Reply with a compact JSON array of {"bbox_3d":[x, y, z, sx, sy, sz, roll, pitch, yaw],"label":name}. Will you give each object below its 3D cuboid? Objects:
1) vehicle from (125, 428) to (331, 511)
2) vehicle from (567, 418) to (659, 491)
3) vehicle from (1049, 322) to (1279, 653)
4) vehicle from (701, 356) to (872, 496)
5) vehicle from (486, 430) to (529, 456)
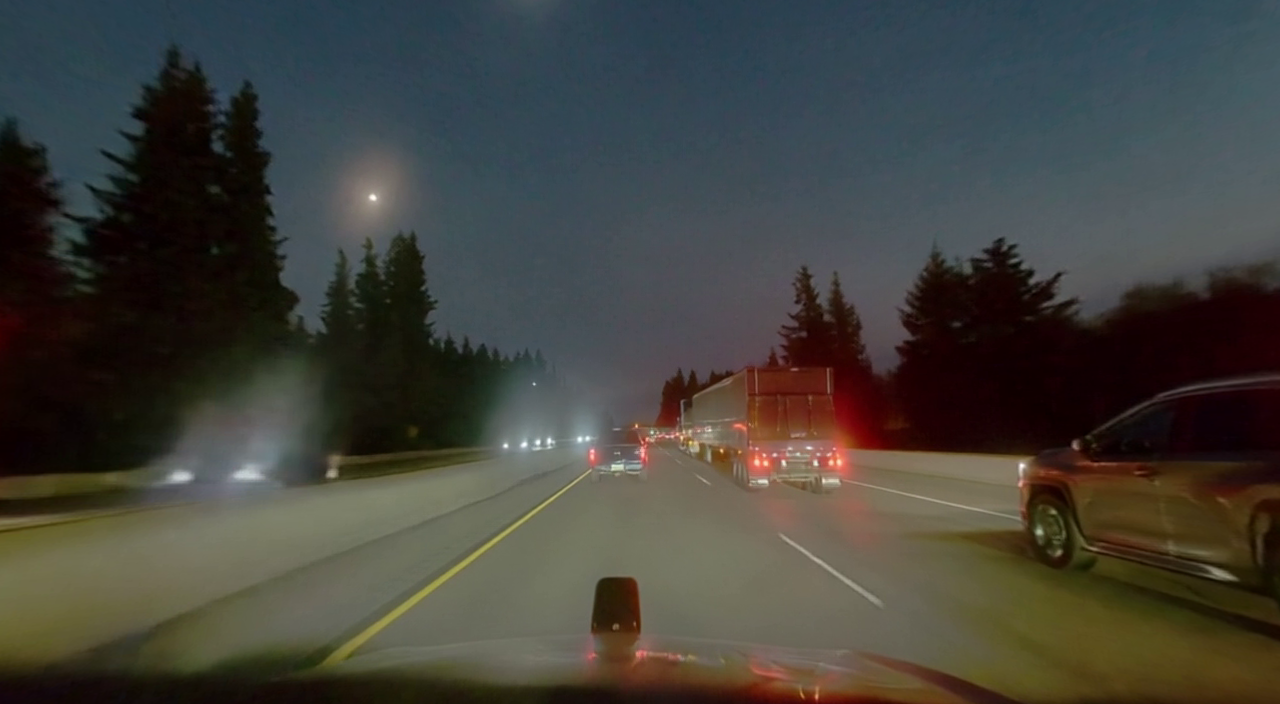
[{"bbox_3d":[-8.923,2.529,14.185,1.911,1.570,4.036,0,-7,0],"label":"vehicle"},{"bbox_3d":[-0.632,2.592,16.398,2.082,1.638,4.055,0,-7,0],"label":"vehicle"},{"bbox_3d":[4.719,0.785,3.648,2.011,1.905,3.905,0,-7,0],"label":"vehicle"},{"bbox_3d":[3.562,2.126,17.867,2.723,3.027,8.478,0,-7,-1],"label":"vehicle"},{"bbox_3d":[-9.273,6.384,44.394,2.012,1.703,4.298,0,-7,1],"label":"vehicle"}]
